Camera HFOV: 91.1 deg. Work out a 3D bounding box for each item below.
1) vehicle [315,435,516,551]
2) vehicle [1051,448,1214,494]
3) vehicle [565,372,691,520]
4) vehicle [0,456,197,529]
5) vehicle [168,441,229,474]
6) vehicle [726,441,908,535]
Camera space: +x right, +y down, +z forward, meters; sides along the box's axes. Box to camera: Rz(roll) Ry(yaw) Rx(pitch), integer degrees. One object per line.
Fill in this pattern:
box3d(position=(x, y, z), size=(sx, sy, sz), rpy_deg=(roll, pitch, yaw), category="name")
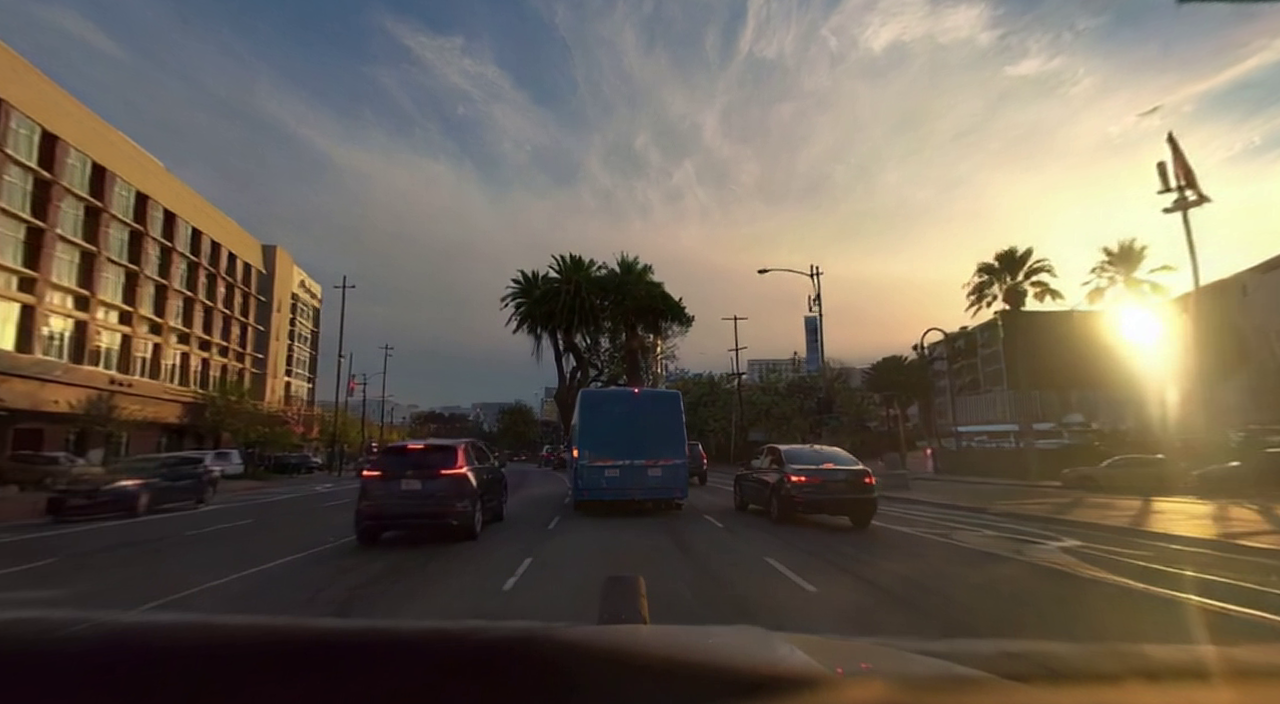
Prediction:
box3d(position=(-3.503, 2.247, 10.827), size=(2.033, 1.555, 4.408), rpy_deg=(0, -8, -3), category="vehicle")
box3d(position=(19.275, 4.615, 24.861), size=(1.942, 1.583, 4.579), rpy_deg=(3, -9, -23), category="vehicle")
box3d(position=(-0.564, 2.317, 15.708), size=(2.517, 2.926, 6.177), rpy_deg=(1, -8, -6), category="vehicle")
box3d(position=(-13.959, 3.481, 16.117), size=(1.931, 1.484, 4.519), rpy_deg=(0, -8, -1), category="vehicle")
box3d(position=(-27.244, 6.480, 38.888), size=(1.981, 1.887, 4.441), rpy_deg=(3, -9, -21), category="vehicle")
box3d(position=(3.241, 2.569, 12.699), size=(1.978, 1.507, 4.636), rpy_deg=(0, -8, -5), category="vehicle")
